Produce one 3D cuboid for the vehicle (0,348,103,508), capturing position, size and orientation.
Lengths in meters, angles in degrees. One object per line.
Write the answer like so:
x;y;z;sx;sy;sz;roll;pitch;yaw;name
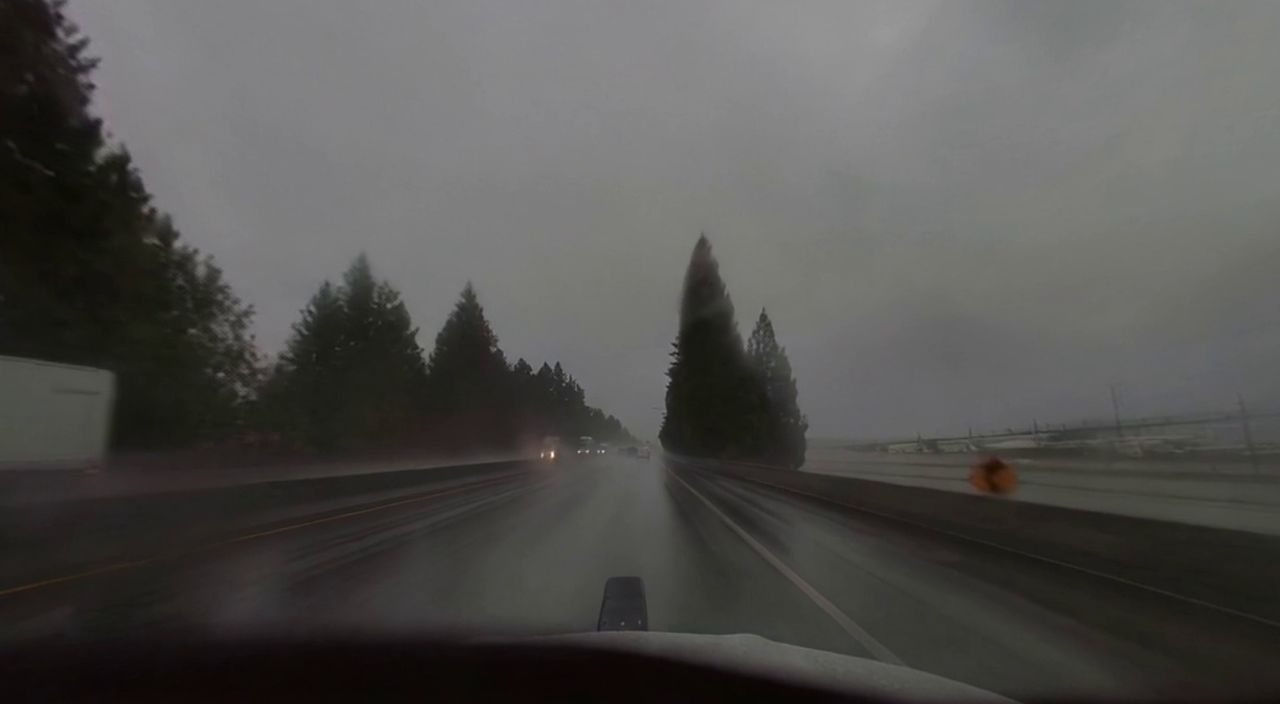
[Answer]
-16.519;1.005;9.928;3.166;3.694;14.817;0;-9;0;vehicle
